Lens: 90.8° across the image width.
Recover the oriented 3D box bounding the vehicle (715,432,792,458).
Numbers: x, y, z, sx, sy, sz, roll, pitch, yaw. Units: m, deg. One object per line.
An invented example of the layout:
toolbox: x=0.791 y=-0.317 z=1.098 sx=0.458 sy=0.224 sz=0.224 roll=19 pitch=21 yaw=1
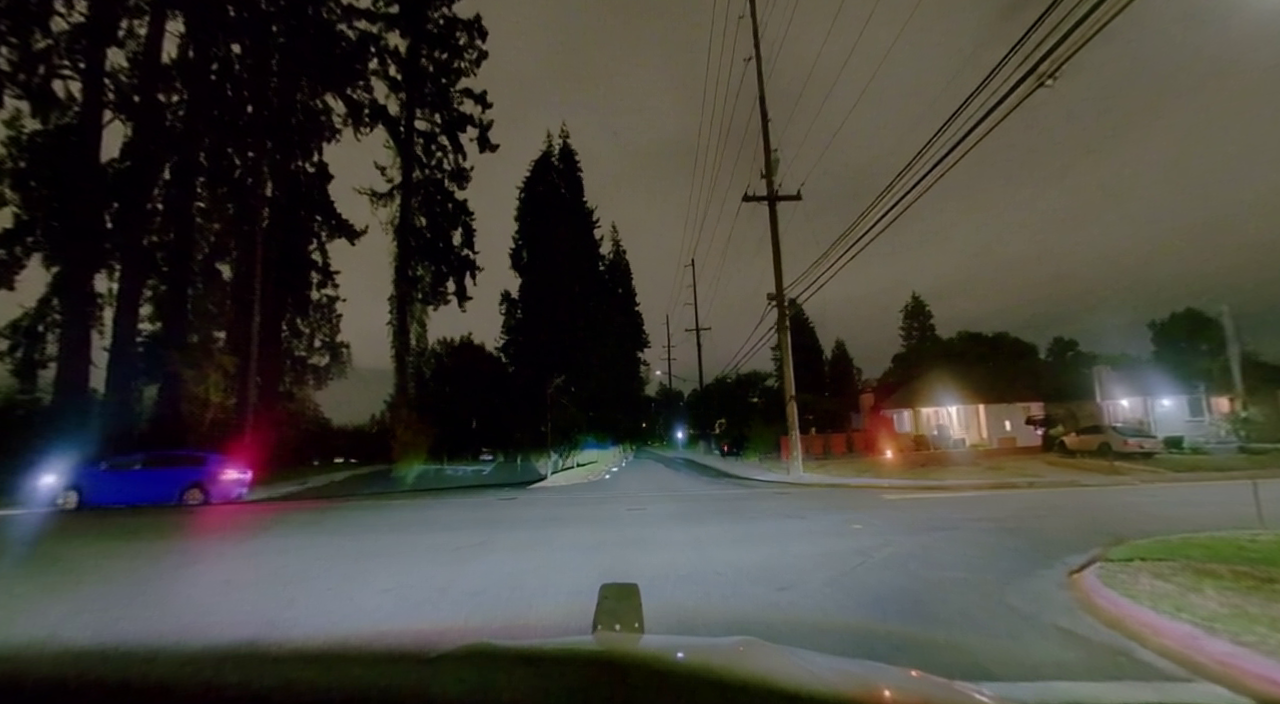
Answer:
vehicle: x=7.681 y=6.324 z=42.955 sx=4.784 sy=1.647 sz=1.947 roll=0 pitch=-8 yaw=-5

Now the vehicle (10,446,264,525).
vehicle: x=-11.811 y=3.108 z=15.328 sx=4.396 sy=1.596 sz=1.988 roll=3 pitch=-9 yaw=-26
